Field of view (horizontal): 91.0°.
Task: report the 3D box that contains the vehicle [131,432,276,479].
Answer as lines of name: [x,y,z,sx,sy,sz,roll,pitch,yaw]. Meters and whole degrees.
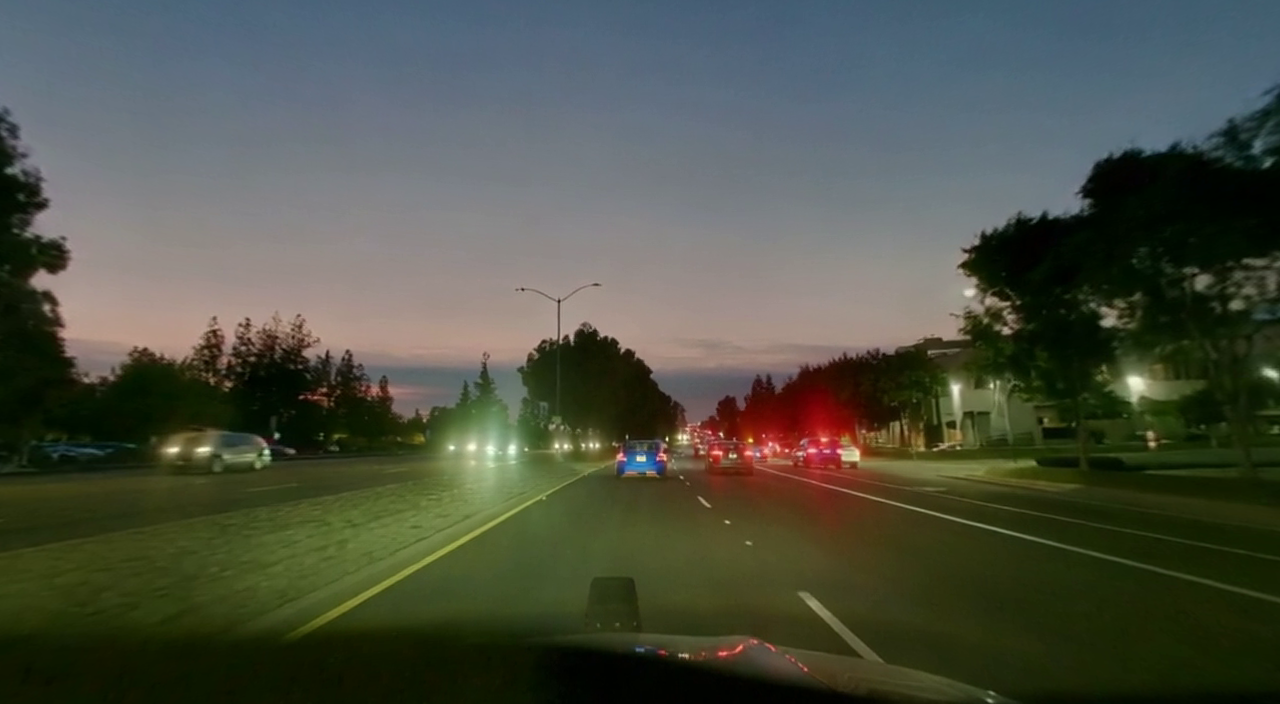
vehicle: [-15.895,3.796,23.330,1.885,1.553,4.828,0,-8,0]

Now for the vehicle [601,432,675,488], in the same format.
vehicle: [-0.056,3.474,20.561,2.145,1.603,4.369,0,-8,0]

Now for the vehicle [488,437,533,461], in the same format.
vehicle: [-8.953,6.743,43.786,2.074,1.543,4.536,0,-8,1]

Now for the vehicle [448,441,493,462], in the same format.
vehicle: [-12.551,7.398,46.891,1.915,1.456,4.636,0,-8,2]

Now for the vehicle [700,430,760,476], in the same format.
vehicle: [3.779,4.342,27.267,1.976,1.796,4.159,0,-8,0]

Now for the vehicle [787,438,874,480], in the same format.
vehicle: [7.248,4.110,24.456,1.928,1.488,4.361,0,-8,-1]

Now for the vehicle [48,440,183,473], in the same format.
vehicle: [-24.670,4.925,29.764,4.381,1.490,1.941,2,-9,-12]
